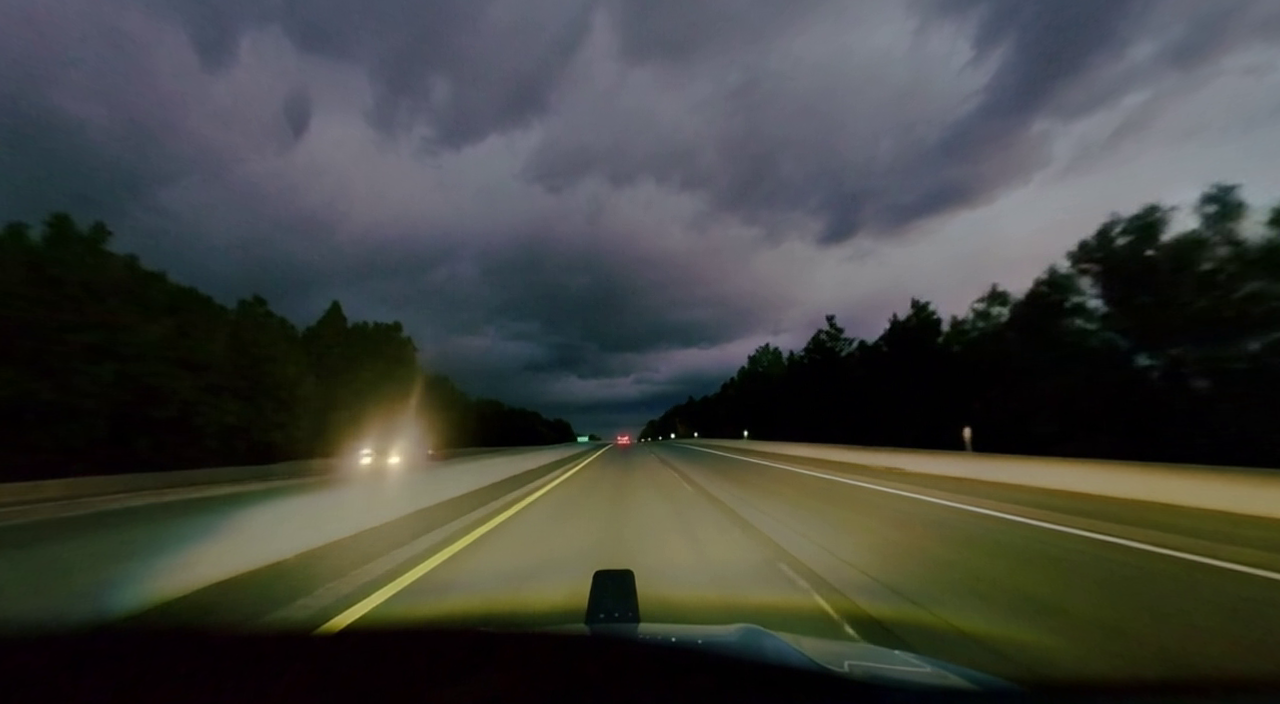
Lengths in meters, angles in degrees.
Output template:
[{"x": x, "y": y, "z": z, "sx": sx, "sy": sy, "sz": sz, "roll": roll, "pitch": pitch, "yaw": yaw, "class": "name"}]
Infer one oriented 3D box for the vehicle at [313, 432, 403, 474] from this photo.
[{"x": -13.869, "y": 4.954, "z": 31.186, "sx": 2.703, "sy": 1.938, "sz": 3.843, "roll": 0, "pitch": -8, "yaw": -1, "class": "vehicle"}]
